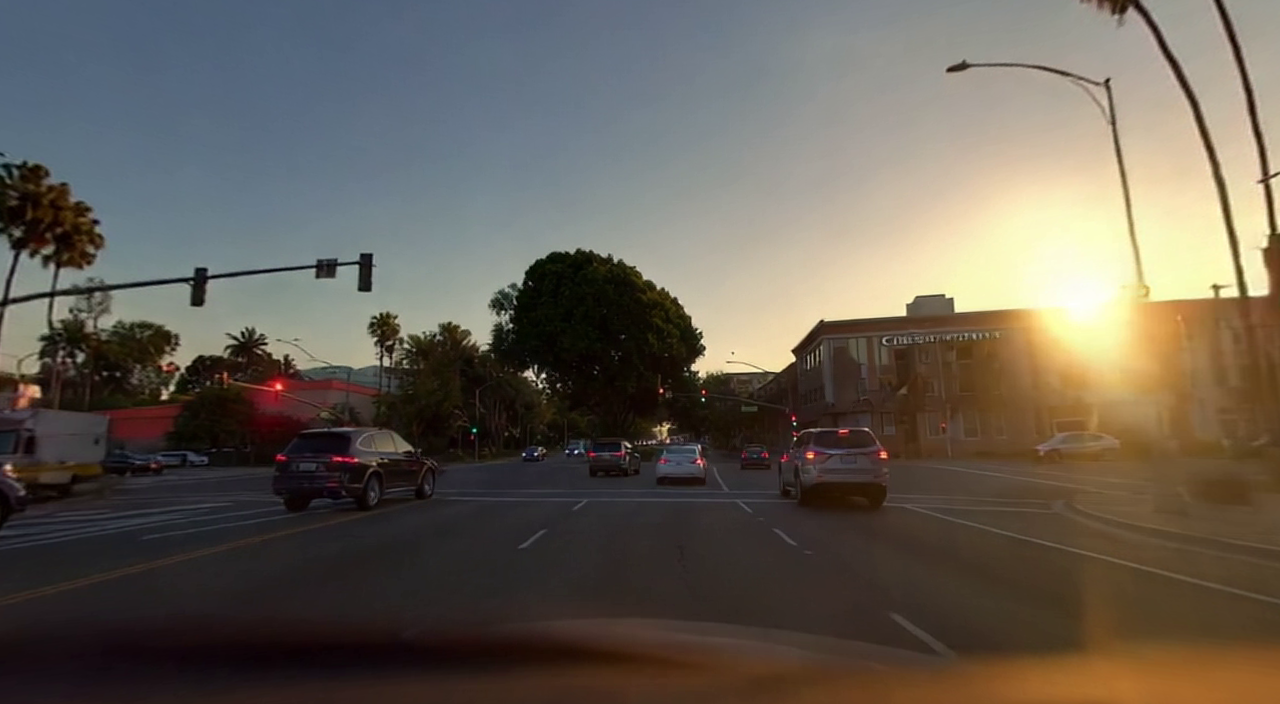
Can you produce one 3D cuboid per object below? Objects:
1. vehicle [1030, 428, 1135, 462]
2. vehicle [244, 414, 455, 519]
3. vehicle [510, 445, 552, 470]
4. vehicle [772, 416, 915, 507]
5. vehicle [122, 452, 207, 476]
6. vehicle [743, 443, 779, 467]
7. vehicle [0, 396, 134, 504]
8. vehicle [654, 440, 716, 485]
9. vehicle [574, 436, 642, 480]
[{"bbox_3d":[26.251,5.573,37.646,4.557,1.848,2.008,-3,-9,9],"label":"vehicle"},{"bbox_3d":[-5.981,2.443,13.870,2.127,1.888,4.637,-1,-9,4],"label":"vehicle"},{"bbox_3d":[-7.660,7.312,44.027,2.041,1.660,4.371,3,-9,-21],"label":"vehicle"},{"bbox_3d":[4.902,2.744,16.171,2.267,1.931,5.145,-1,-9,4],"label":"vehicle"},{"bbox_3d":[-34.161,8.017,45.450,4.942,1.602,2.111,-2,-8,13],"label":"vehicle"},{"bbox_3d":[8.099,6.909,42.650,2.149,1.532,4.168,-2,-9,8],"label":"vehicle"},{"bbox_3d":[-23.378,3.954,25.750,3.436,3.529,11.210,3,-9,-35],"label":"vehicle"},{"bbox_3d":[1.742,4.024,23.193,2.057,1.492,3.825,-1,-9,7],"label":"vehicle"},{"bbox_3d":[-1.276,4.606,27.742,2.088,1.746,4.650,-2,-9,8],"label":"vehicle"}]
